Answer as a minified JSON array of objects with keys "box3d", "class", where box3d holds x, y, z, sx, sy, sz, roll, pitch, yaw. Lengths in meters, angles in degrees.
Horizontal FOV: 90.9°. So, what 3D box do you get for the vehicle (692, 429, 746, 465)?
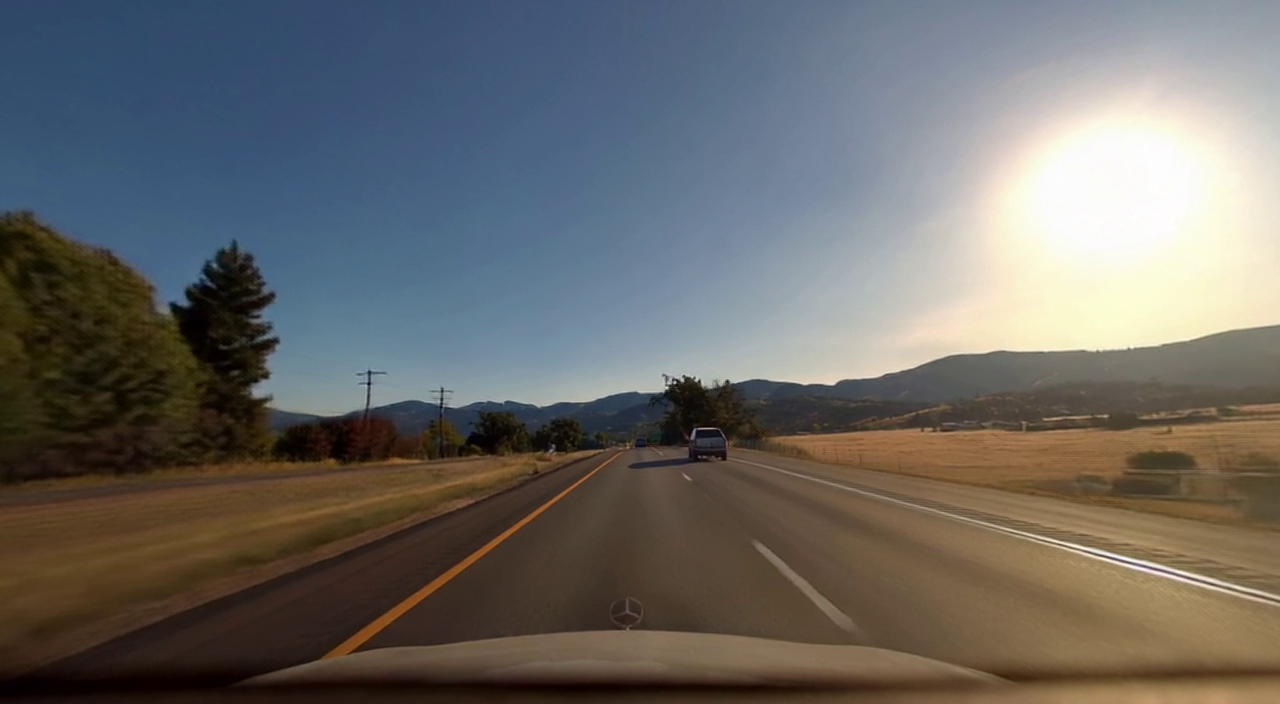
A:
[{"box3d":[3.787,4.622,30.850,2.157,1.640,4.056,0,-8,1],"class":"vehicle"}]
